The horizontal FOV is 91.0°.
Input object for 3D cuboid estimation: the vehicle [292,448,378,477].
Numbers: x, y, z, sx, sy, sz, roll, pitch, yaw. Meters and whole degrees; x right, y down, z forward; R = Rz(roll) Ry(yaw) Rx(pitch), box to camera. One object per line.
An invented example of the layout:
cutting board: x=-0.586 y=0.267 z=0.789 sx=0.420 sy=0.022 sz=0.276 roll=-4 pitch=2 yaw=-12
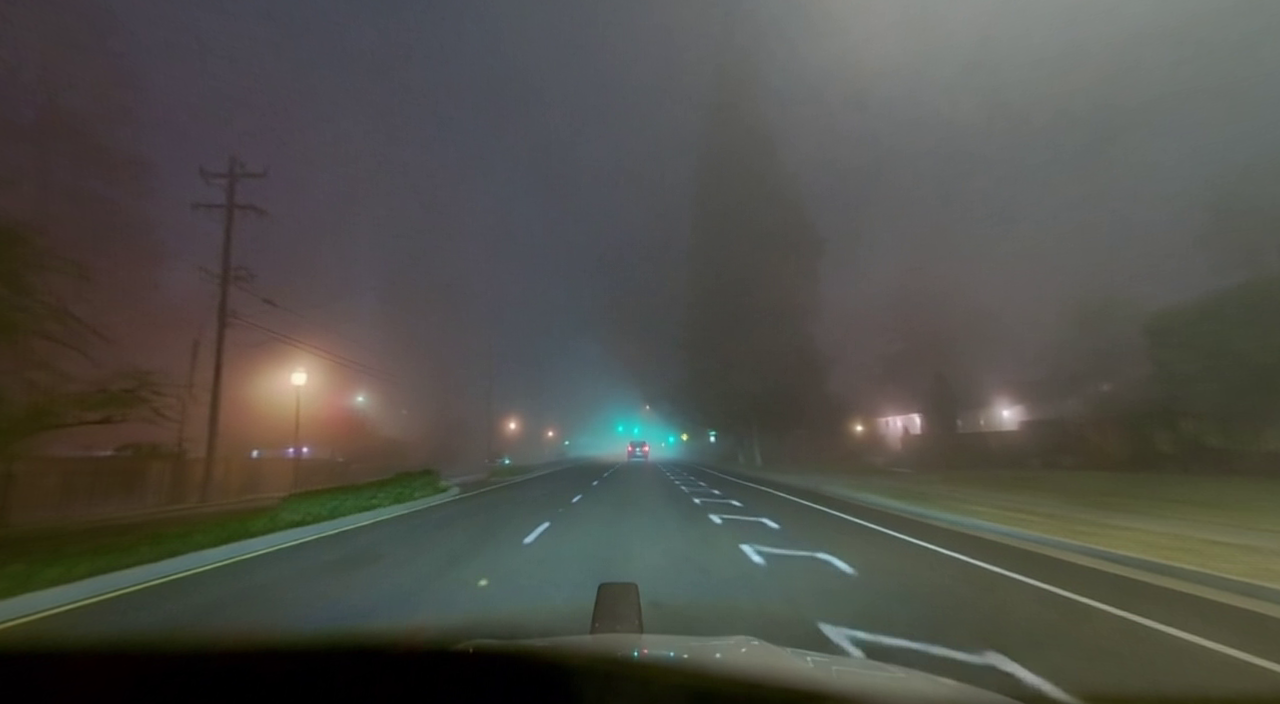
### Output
vehicle: x=-18.899 y=6.851 z=39.122 sx=4.170 sy=1.704 sz=2.174 roll=0 pitch=-9 yaw=3
